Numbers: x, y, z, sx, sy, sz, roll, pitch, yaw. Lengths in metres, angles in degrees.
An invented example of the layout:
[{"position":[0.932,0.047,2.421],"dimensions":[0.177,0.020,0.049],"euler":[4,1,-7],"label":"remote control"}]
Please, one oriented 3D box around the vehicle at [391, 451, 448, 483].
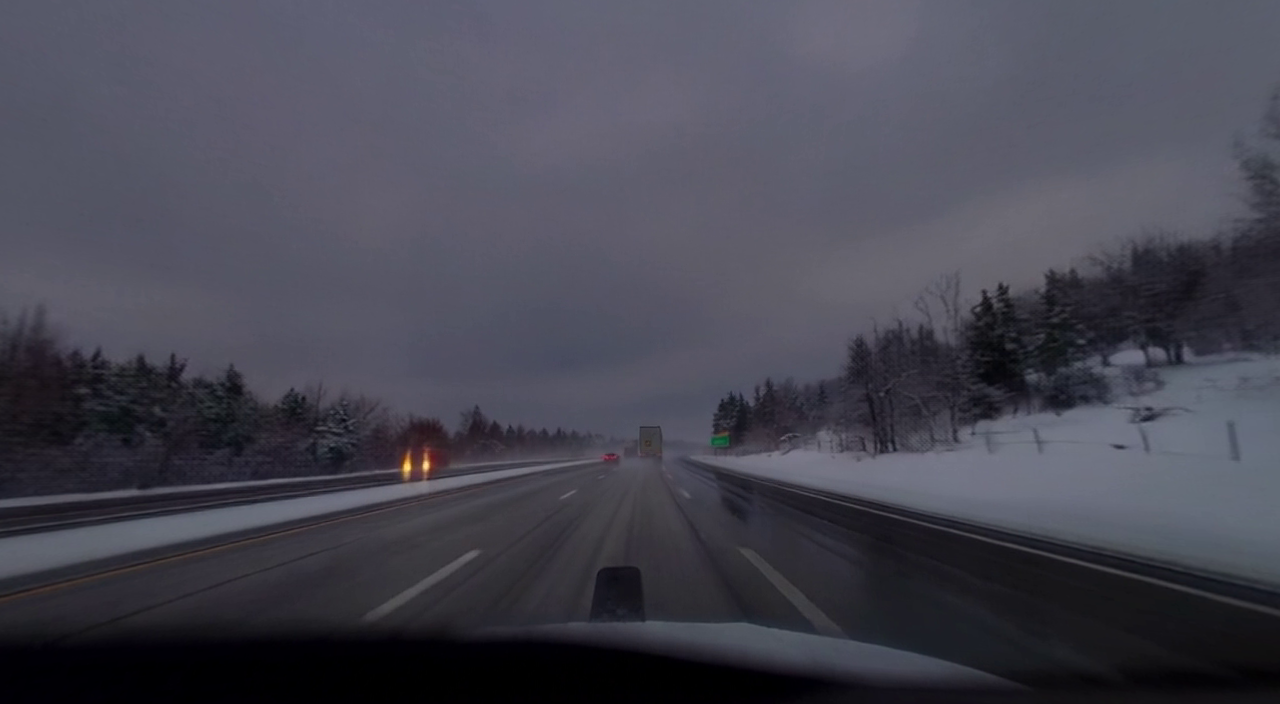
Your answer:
[{"position":[-16.467,8.574,47.462],"dimensions":[2.377,2.202,5.348],"euler":[0,-9,0],"label":"vehicle"}]
